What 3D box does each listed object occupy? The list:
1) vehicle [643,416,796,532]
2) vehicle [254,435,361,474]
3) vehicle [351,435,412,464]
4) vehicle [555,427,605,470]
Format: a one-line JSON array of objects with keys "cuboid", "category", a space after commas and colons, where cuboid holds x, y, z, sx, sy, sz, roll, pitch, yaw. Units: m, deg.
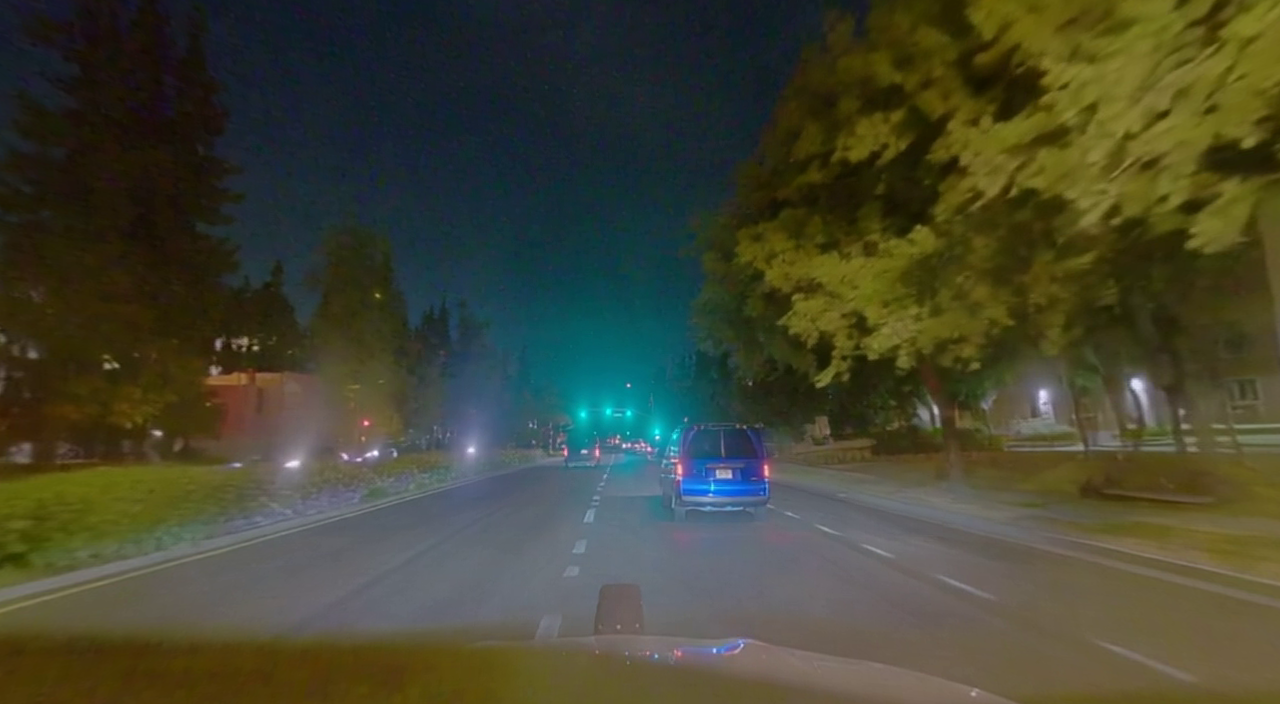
[{"cuboid": [1.176, 2.087, 11.344, 1.965, 1.671, 4.146, 1, -8, -3], "category": "vehicle"}, {"cuboid": [-13.167, 4.077, 25.415, 1.841, 1.407, 4.736, 0, -8, -1], "category": "vehicle"}, {"cuboid": [-15.741, 5.995, 38.805, 2.184, 1.659, 4.571, 1, -8, -5], "category": "vehicle"}, {"cuboid": [-3.010, 4.983, 32.668, 2.228, 2.054, 4.309, 0, -8, -2], "category": "vehicle"}]
